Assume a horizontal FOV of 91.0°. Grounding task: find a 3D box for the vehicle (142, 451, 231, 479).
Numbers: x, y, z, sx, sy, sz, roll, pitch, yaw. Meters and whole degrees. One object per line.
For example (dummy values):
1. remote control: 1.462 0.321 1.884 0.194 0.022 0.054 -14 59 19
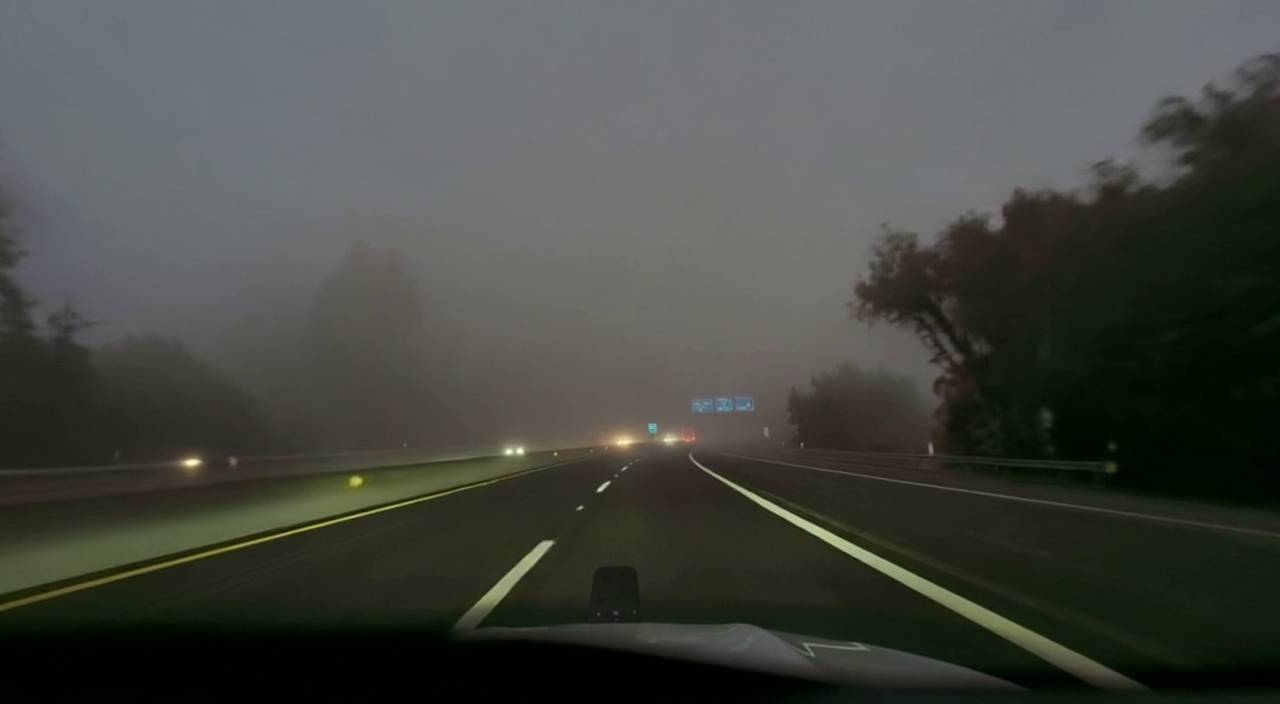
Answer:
1. vehicle: -28.118 6.989 39.214 1.893 1.496 4.613 -1 -8 5
